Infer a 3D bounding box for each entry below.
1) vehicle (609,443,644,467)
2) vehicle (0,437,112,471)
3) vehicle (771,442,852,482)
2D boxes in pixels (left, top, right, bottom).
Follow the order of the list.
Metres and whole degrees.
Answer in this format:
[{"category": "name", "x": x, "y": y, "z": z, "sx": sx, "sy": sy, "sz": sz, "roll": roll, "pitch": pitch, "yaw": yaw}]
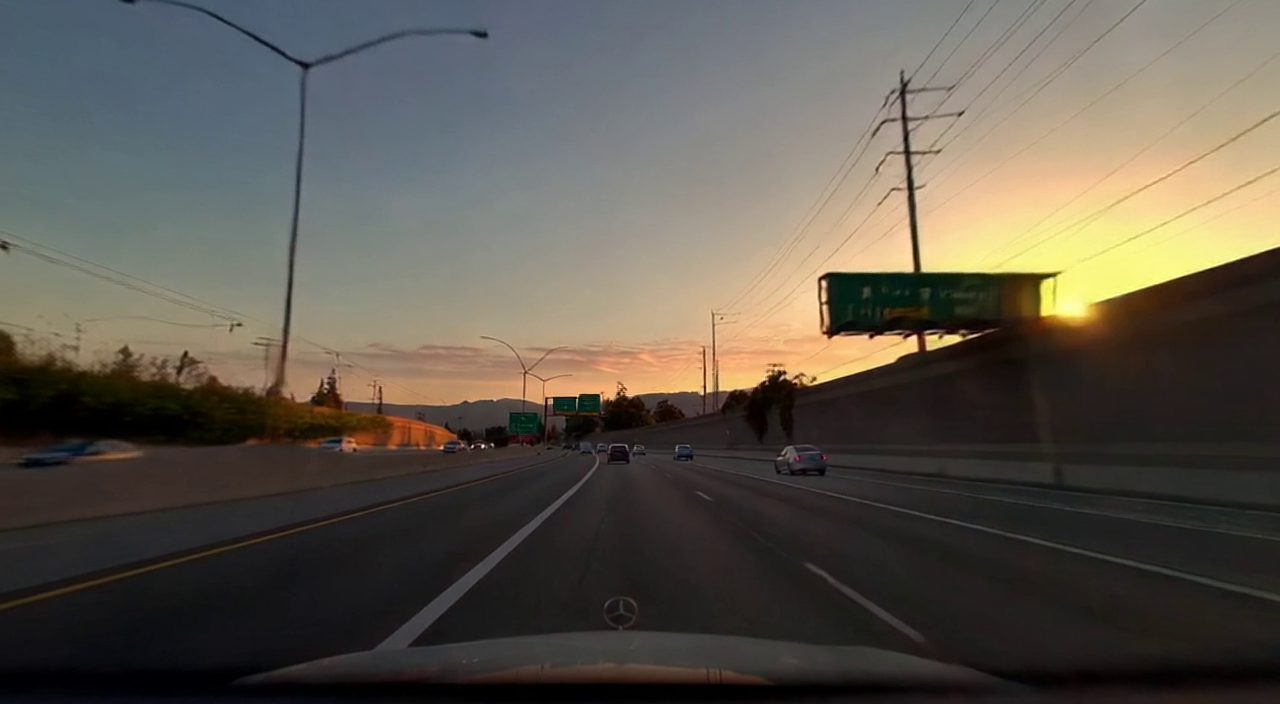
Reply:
[{"category": "vehicle", "x": -0.908, "y": 6.668, "z": 41.053, "sx": 2.109, "sy": 1.489, "sz": 4.027, "roll": 1, "pitch": -8, "yaw": -4}, {"category": "vehicle", "x": -31.768, "y": 5.562, "z": 34.581, "sx": 2.011, "sy": 1.716, "sz": 4.501, "roll": 0, "pitch": -9, "yaw": -3}, {"category": "vehicle", "x": 6.721, "y": 4.344, "z": 25.249, "sx": 1.876, "sy": 1.451, "sz": 4.154, "roll": 0, "pitch": -9, "yaw": -3}]
